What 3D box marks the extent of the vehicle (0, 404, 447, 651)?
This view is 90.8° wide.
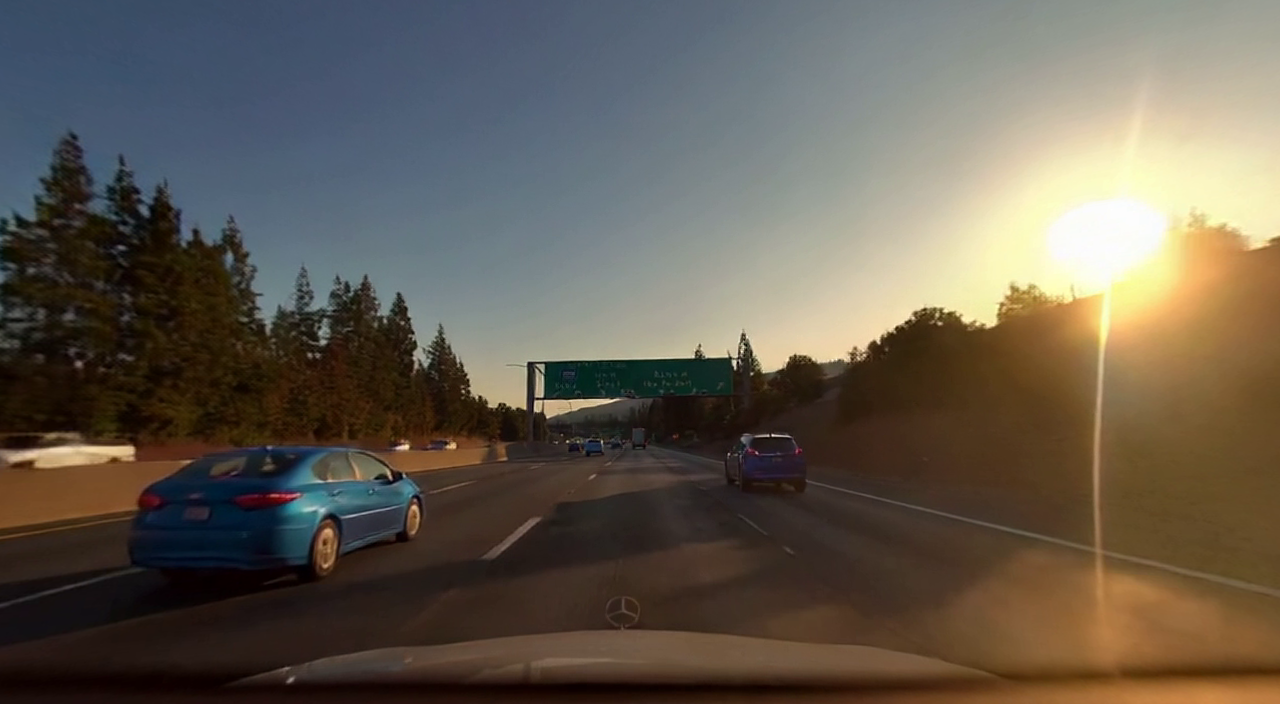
[{"bbox_3d":[-3.876,1.506,6.589,2.118,1.573,4.940,0,-9,1],"label":"vehicle"}]

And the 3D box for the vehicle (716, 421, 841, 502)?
[{"bbox_3d":[3.193,2.647,15.530,2.053,1.714,4.097,0,-9,-1],"label":"vehicle"}]
